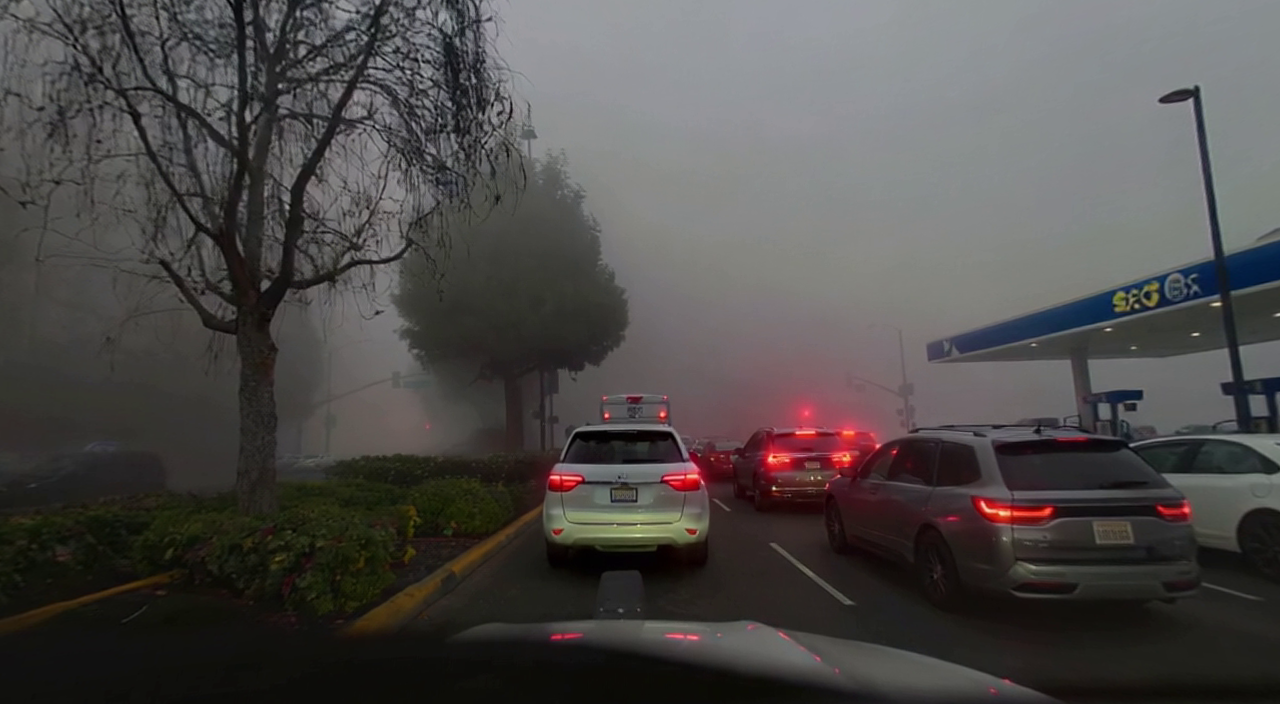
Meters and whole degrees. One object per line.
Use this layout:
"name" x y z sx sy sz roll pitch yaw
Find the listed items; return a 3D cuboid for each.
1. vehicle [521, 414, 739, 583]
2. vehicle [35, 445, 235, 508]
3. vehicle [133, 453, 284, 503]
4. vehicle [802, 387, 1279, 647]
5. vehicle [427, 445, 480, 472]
"vehicle" -0.140 1.695 8.040 2.106 1.613 3.697 0 -9 -1
"vehicle" -17.843 4.371 22.921 2.325 1.938 5.913 0 -9 0
"vehicle" -14.782 4.300 22.039 2.011 1.465 4.528 -1 -9 1
"vehicle" 3.366 1.412 6.471 2.056 1.700 4.399 0 -9 -3
"vehicle" -11.410 6.508 38.925 1.955 1.546 4.232 -1 -9 1
